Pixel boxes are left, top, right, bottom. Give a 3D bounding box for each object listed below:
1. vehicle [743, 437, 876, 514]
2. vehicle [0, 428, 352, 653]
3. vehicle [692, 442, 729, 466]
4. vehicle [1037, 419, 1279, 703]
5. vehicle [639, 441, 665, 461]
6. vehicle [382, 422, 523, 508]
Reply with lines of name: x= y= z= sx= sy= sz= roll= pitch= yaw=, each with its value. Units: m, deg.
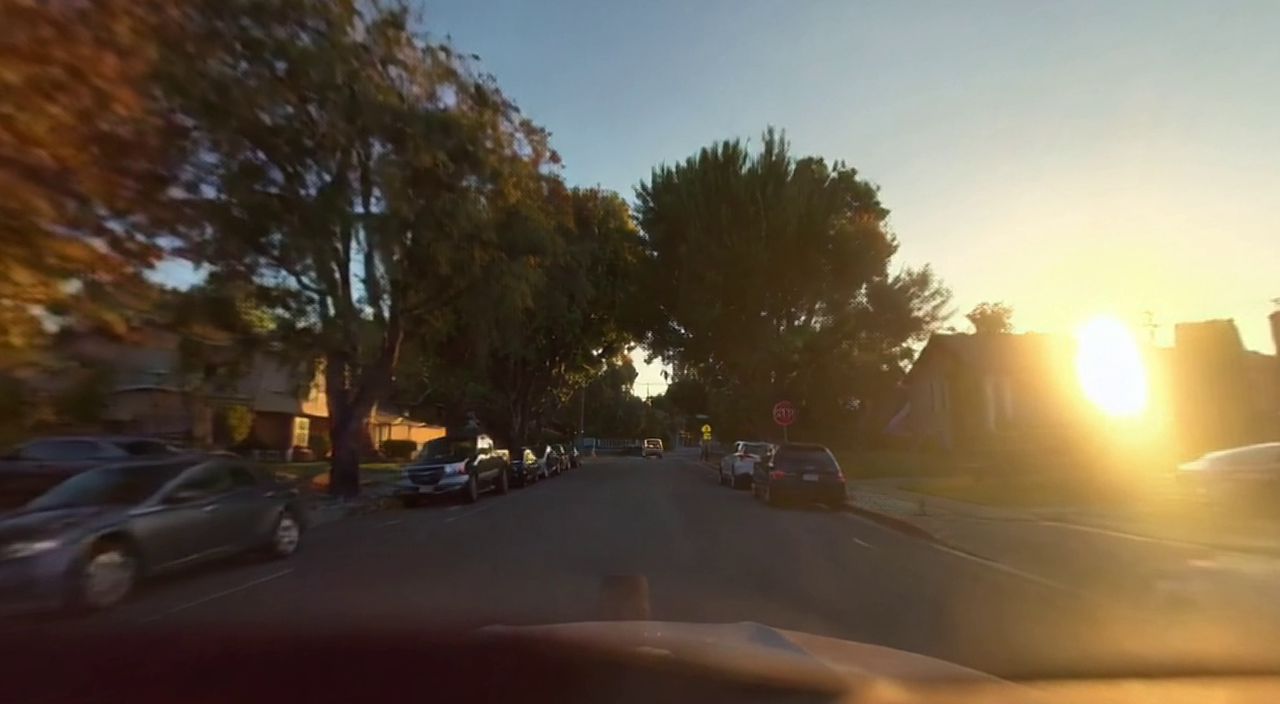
vehicle: x=3.759 y=2.809 z=14.901 sx=1.987 sy=1.518 sz=4.686 roll=0 pitch=-8 yaw=2
vehicle: x=-5.198 y=1.616 z=6.713 sx=1.872 sy=1.515 sz=4.535 roll=1 pitch=-8 yaw=3
vehicle: x=4.528 y=6.609 z=40.817 sx=1.876 sy=1.477 sz=4.324 roll=0 pitch=-8 yaw=0
vehicle: x=3.600 y=0.937 z=1.883 sx=1.871 sy=1.514 sz=4.553 roll=0 pitch=-8 yaw=1
vehicle: x=0.944 y=7.795 z=49.636 sx=2.010 sy=1.499 sz=4.107 roll=0 pitch=-8 yaw=1
vehicle: x=-4.685 y=2.899 z=16.612 sx=2.162 sy=1.857 sz=4.758 roll=2 pitch=-8 yaw=1
